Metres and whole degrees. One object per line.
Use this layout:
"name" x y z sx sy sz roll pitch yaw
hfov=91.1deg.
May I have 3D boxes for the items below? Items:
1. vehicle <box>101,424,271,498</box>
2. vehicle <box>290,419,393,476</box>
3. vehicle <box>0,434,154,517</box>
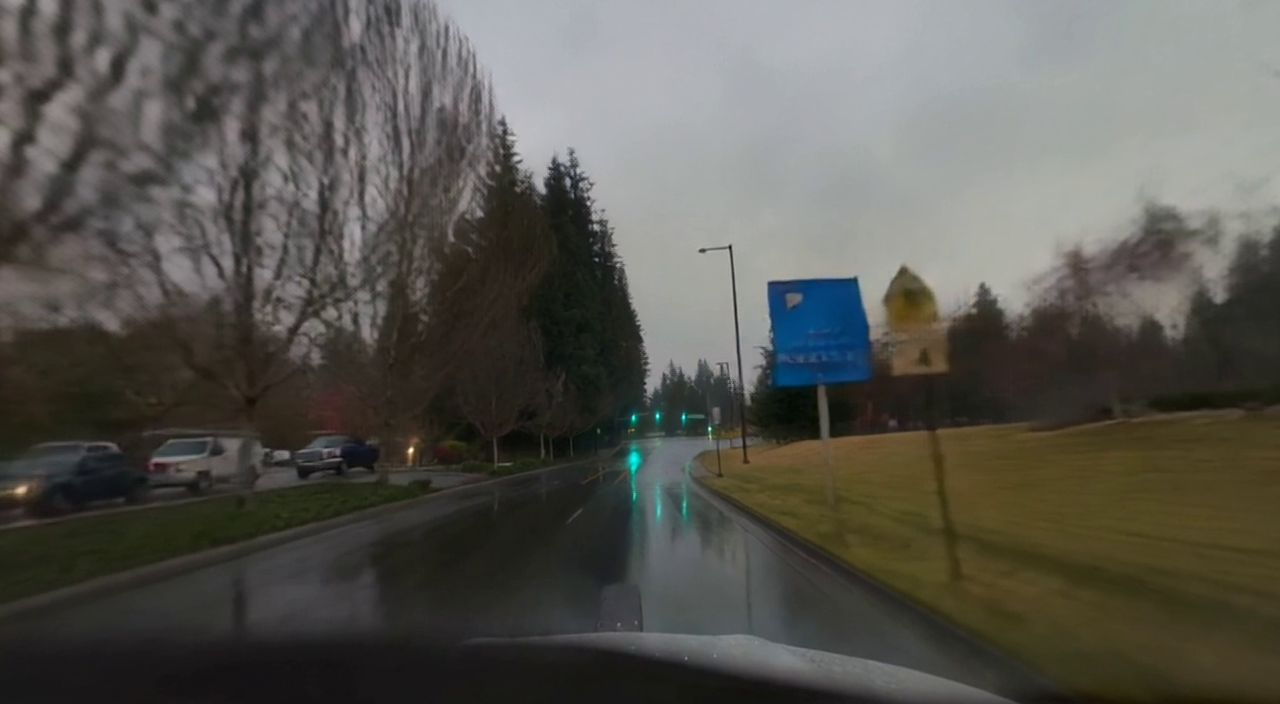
"vehicle" -18.035 4.362 25.564 2.327 2.595 6.045 -1 -9 0
"vehicle" -18.313 5.942 39.162 2.739 3.171 7.030 1 -8 1
"vehicle" -17.017 3.555 18.547 2.273 2.115 4.667 1 -9 -12
